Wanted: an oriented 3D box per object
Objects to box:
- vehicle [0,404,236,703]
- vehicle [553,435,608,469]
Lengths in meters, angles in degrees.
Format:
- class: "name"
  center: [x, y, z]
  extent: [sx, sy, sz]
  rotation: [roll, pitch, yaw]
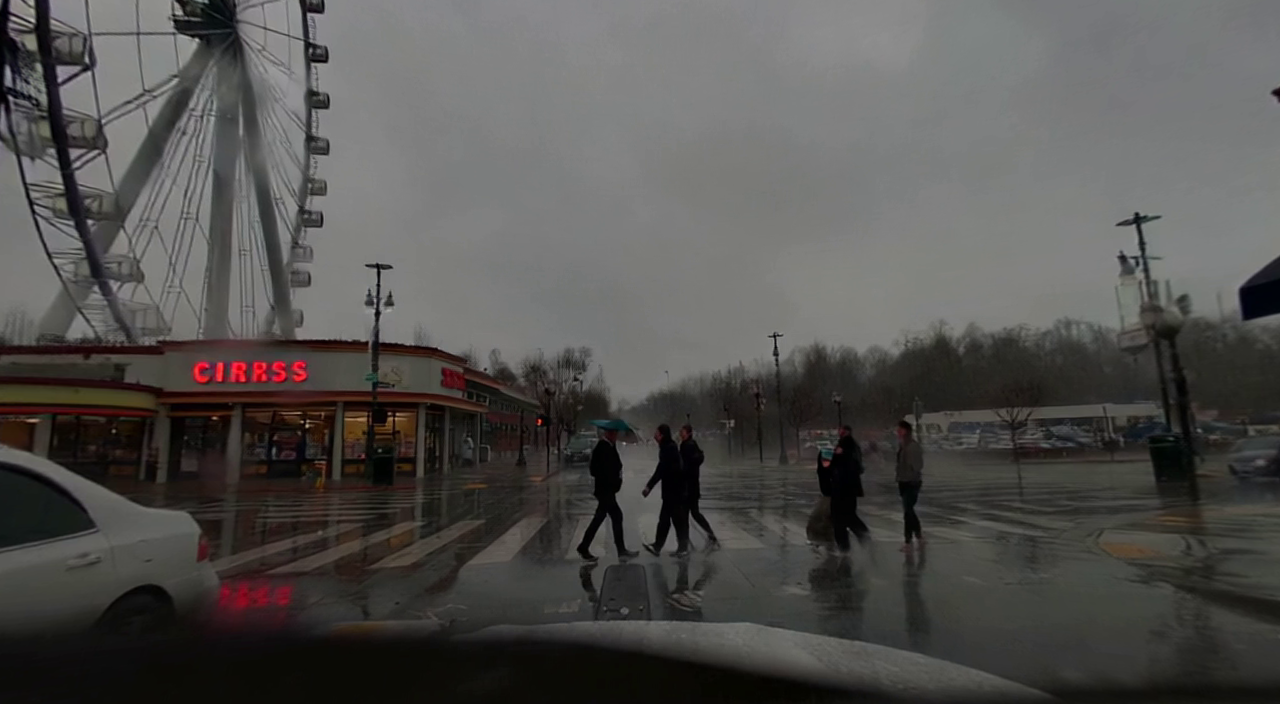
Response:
- class: "vehicle"
  center: [-3.372, 0.789, 1.188]
  extent: [1.940, 1.505, 4.676]
  rotation: [-1, -9, 3]
- class: "vehicle"
  center: [-3.916, 6.357, 40.246]
  extent: [2.549, 2.000, 5.699]
  rotation: [2, -9, -15]
